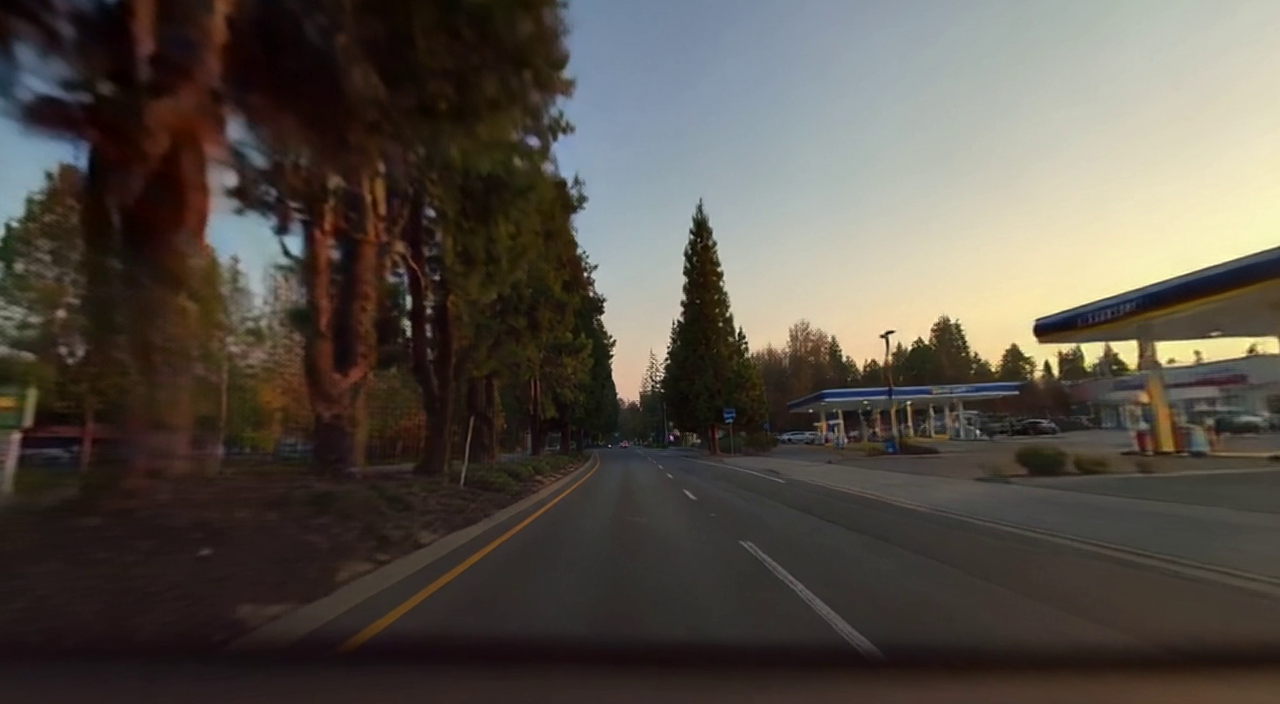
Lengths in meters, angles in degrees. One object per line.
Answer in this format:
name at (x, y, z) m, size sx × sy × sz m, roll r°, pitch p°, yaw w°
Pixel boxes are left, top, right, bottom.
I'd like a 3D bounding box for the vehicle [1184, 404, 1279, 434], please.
vehicle at (36.503, 4.171, 38.839) m, size 1.841 × 1.471 × 4.498 m, roll -3°, pitch -9°, yaw -5°
